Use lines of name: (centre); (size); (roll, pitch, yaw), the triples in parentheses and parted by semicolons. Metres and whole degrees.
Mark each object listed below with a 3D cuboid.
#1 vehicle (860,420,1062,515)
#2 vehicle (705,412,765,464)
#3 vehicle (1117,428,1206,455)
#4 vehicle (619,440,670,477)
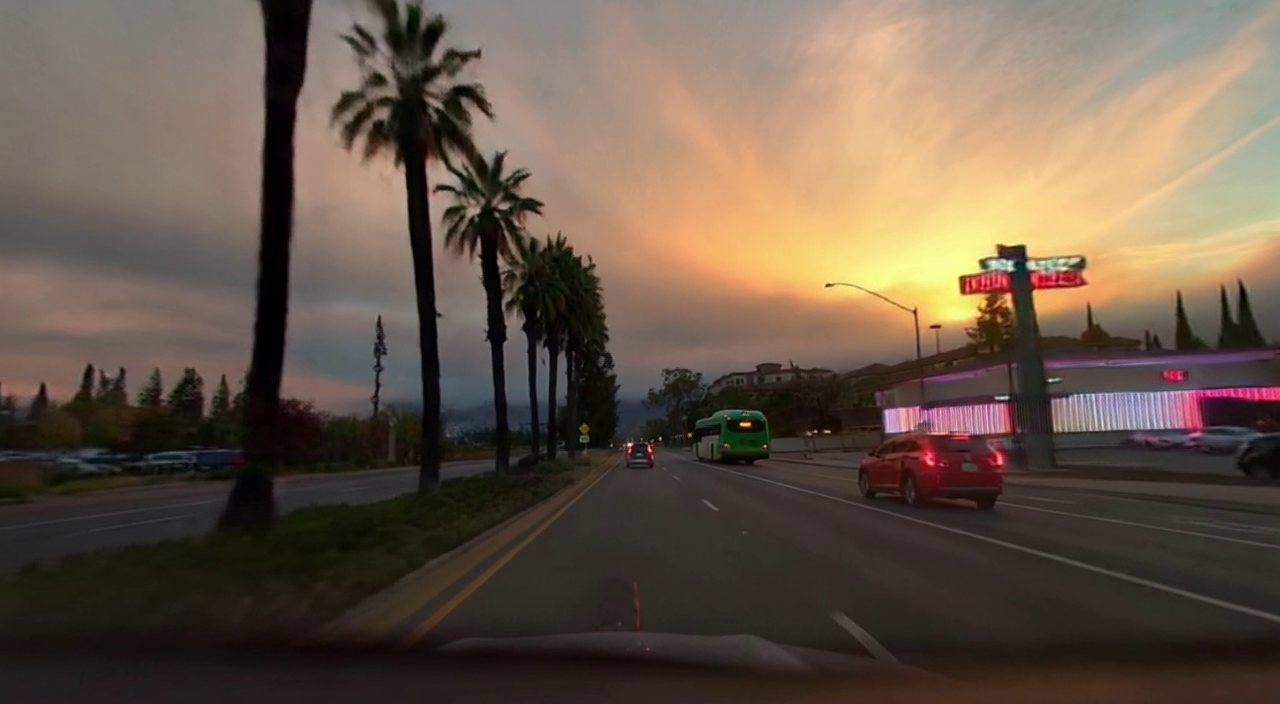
vehicle: (6.430, 2.369, 13.334); (2.031, 1.670, 4.154); (0, -9, 0)
vehicle: (6.675, 6.318, 45.918); (2.795, 3.383, 9.287); (0, -9, 0)
vehicle: (35.496, 6.174, 43.189); (1.908, 1.637, 4.765); (-2, -9, 0)
vehicle: (0.177, 4.691, 28.063); (2.065, 1.477, 4.306); (0, -9, 0)
